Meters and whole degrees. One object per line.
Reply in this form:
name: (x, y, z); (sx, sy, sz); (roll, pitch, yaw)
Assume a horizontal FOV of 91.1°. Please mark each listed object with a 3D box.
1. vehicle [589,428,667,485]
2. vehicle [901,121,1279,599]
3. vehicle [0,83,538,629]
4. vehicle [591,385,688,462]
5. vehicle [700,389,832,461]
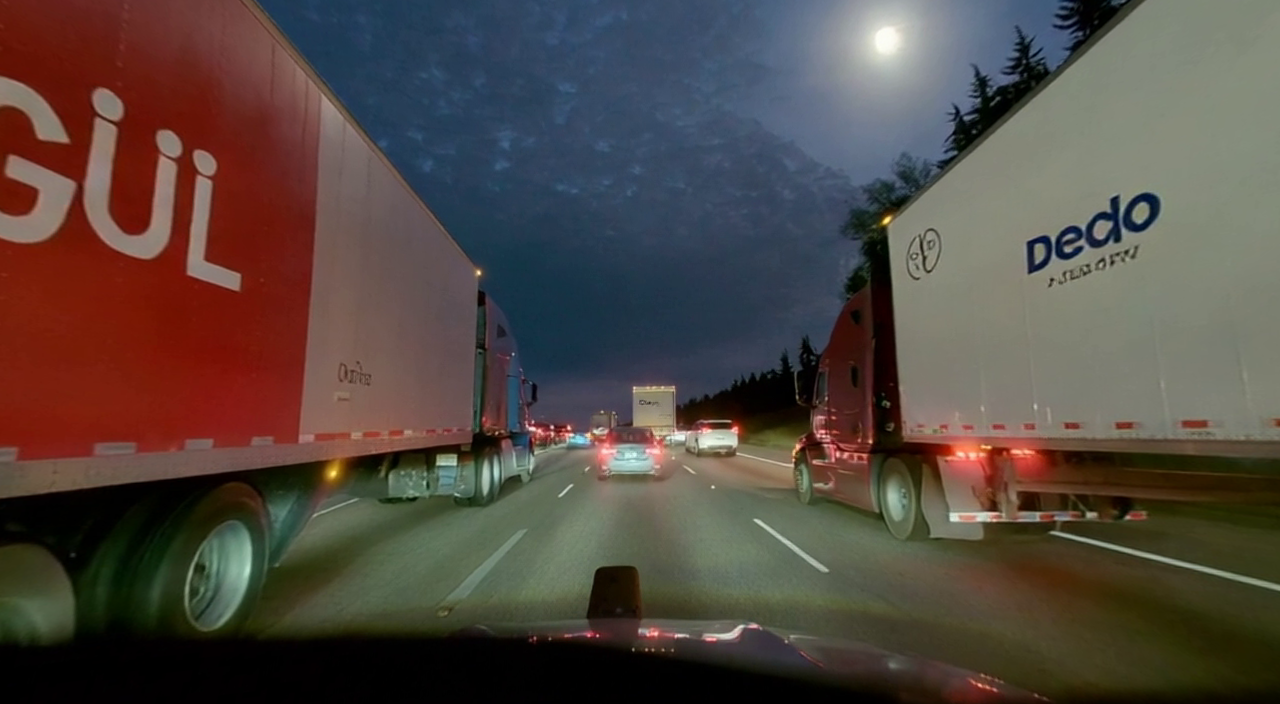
vehicle: (-0.491, 3.151, 19.406); (2.060, 1.540, 4.374); (1, -8, -5)
vehicle: (7.233, -0.085, 4.414); (2.758, 4.032, 11.419); (3, -8, -20)
vehicle: (-3.813, 0.607, 9.417); (2.919, 3.779, 10.307); (0, -8, 0)
vehicle: (-0.526, 4.793, 40.878); (2.899, 4.112, 13.912); (2, -8, -15)
vehicle: (7.785, 4.925, 41.602); (2.866, 4.057, 11.808); (3, -8, -19)
